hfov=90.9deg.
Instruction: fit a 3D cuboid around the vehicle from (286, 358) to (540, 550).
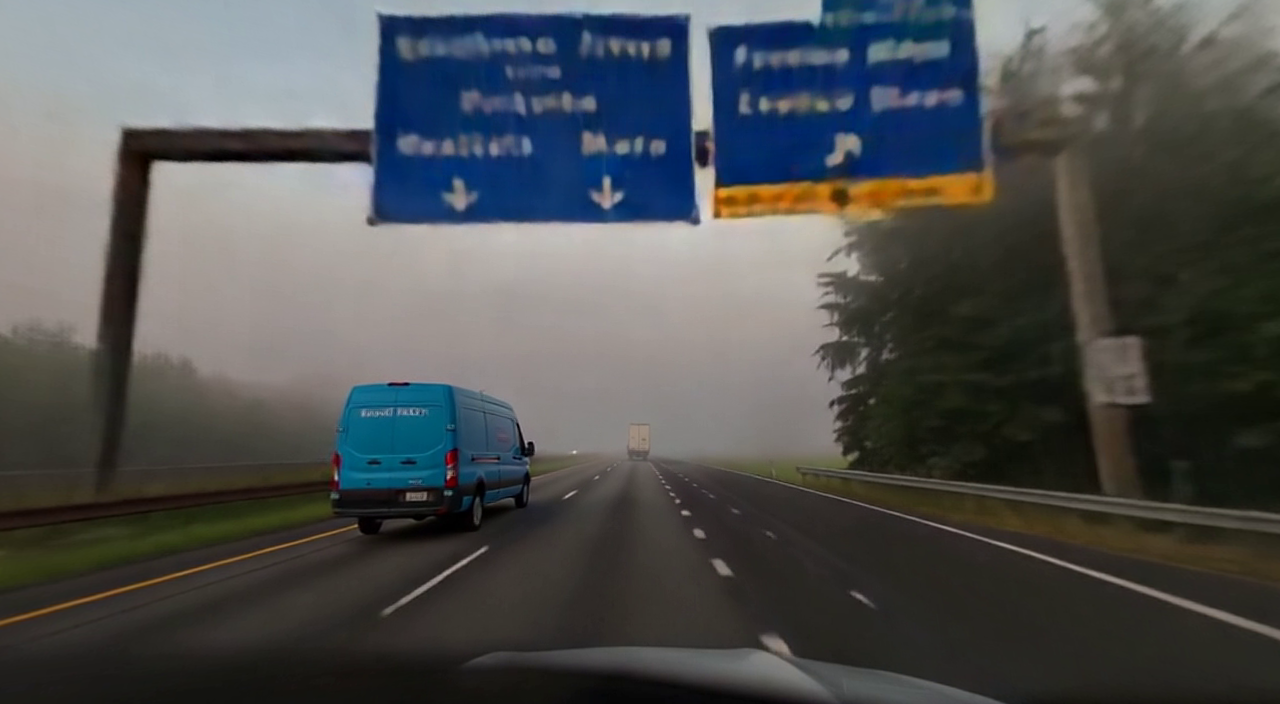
[{"bbox_3d":[-3.671,1.916,12.224,2.320,2.636,7.021,0,-9,0],"label":"vehicle"}]
